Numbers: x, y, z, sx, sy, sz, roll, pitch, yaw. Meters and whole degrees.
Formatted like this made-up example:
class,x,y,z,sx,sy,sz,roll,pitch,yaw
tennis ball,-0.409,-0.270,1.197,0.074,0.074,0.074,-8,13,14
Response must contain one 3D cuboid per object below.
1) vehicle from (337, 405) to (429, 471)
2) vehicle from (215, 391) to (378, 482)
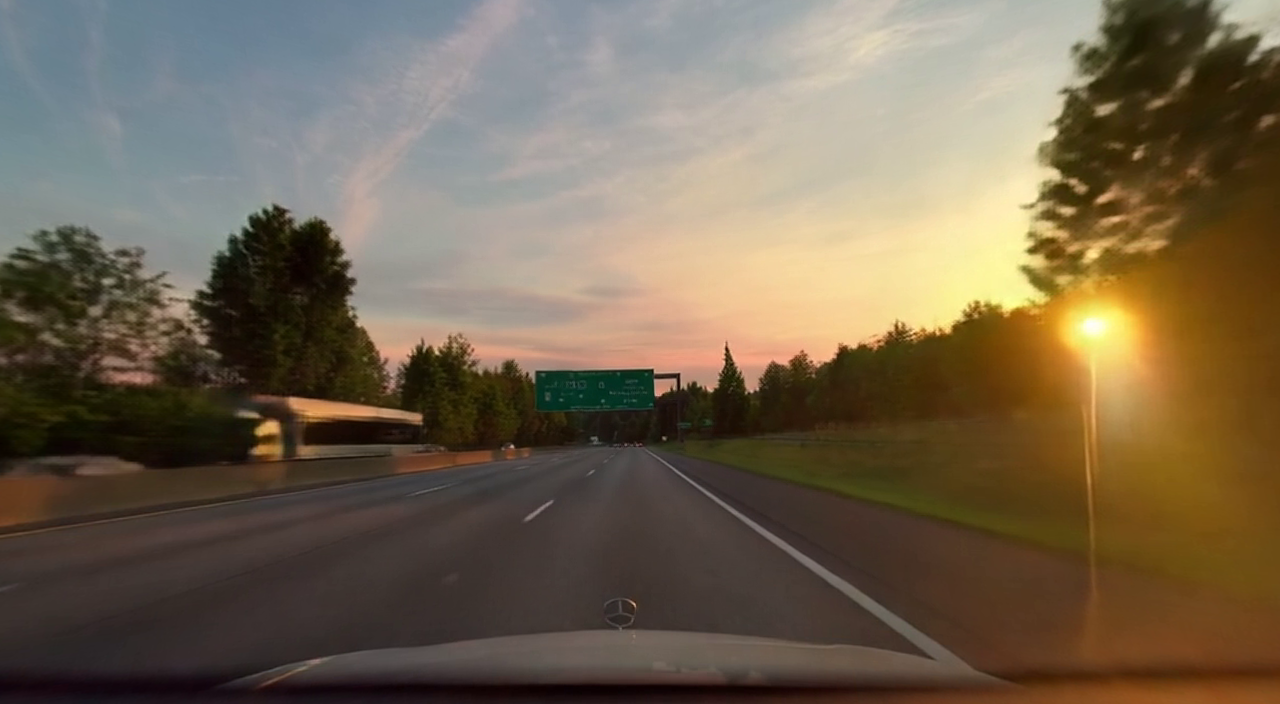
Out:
class,x,y,z,sx,sy,sz,roll,pitch,yaw
vehicle,-17.461,5.955,43.504,3.011,4.097,8.046,0,-8,-1
vehicle,-17.308,4.459,32.933,2.916,3.960,9.964,0,-8,0
